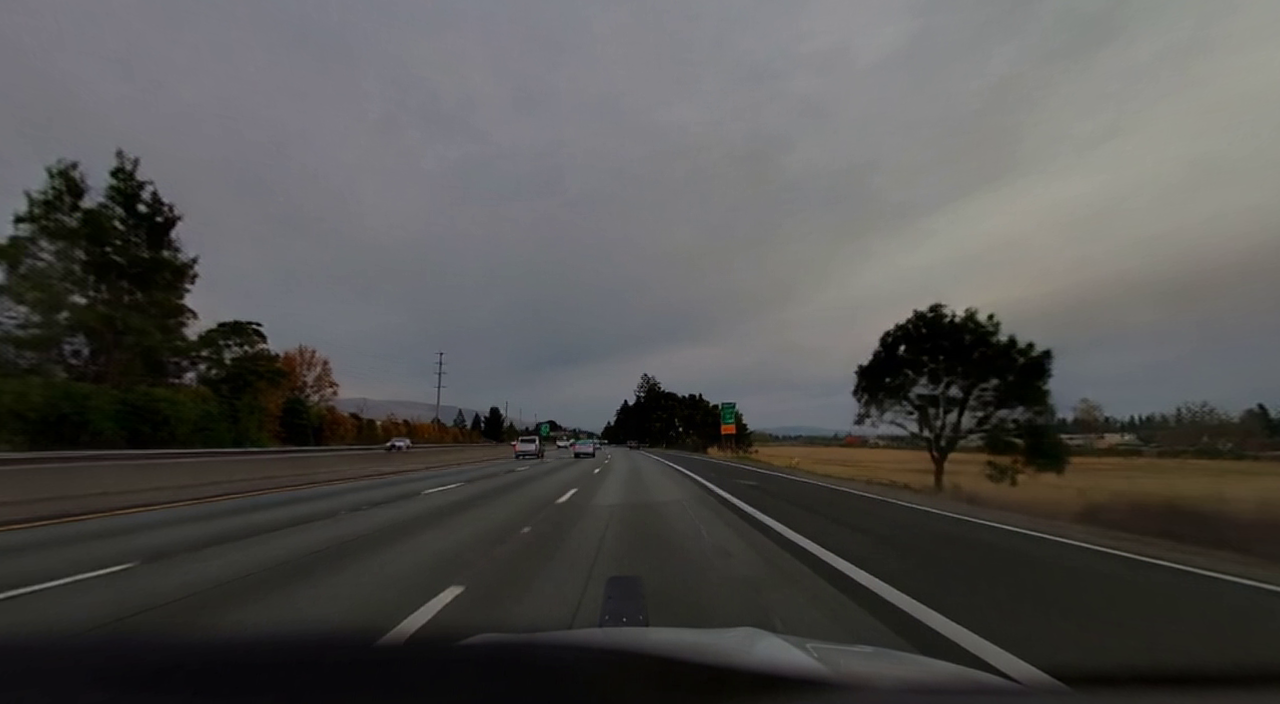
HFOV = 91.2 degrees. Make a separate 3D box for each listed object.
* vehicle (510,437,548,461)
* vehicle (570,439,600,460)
[{"bbox_3d":[-8.037,7.053,45.790,2.080,1.632,4.332,0,-8,-1],"label":"vehicle"},{"bbox_3d":[-4.208,7.563,48.640,2.075,1.516,4.212,0,-8,-1],"label":"vehicle"}]
